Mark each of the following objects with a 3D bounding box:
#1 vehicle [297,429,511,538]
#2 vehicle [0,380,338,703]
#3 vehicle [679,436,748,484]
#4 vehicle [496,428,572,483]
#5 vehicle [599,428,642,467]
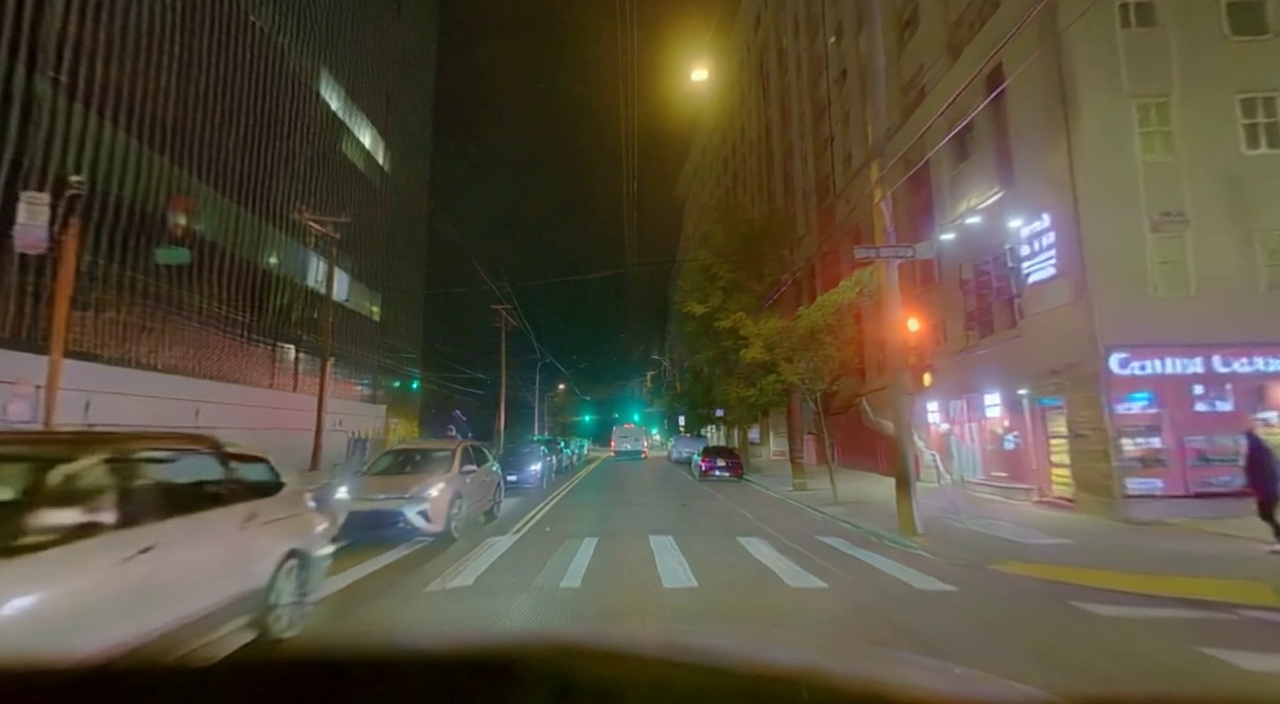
[{"bbox_3d":[-3.888,2.207,11.255,1.990,1.568,3.885,-1,-8,6],"label":"vehicle"},{"bbox_3d":[-3.437,1.032,3.081,2.026,1.616,4.109,0,-8,-3],"label":"vehicle"},{"bbox_3d":[2.662,4.002,23.789,1.934,1.633,4.271,0,-8,-2],"label":"vehicle"},{"bbox_3d":[-3.661,3.647,22.577,1.983,1.727,4.294,0,-8,-1],"label":"vehicle"},{"bbox_3d":[-1.047,5.033,33.483,2.127,1.893,4.194,0,-8,-2],"label":"vehicle"}]
